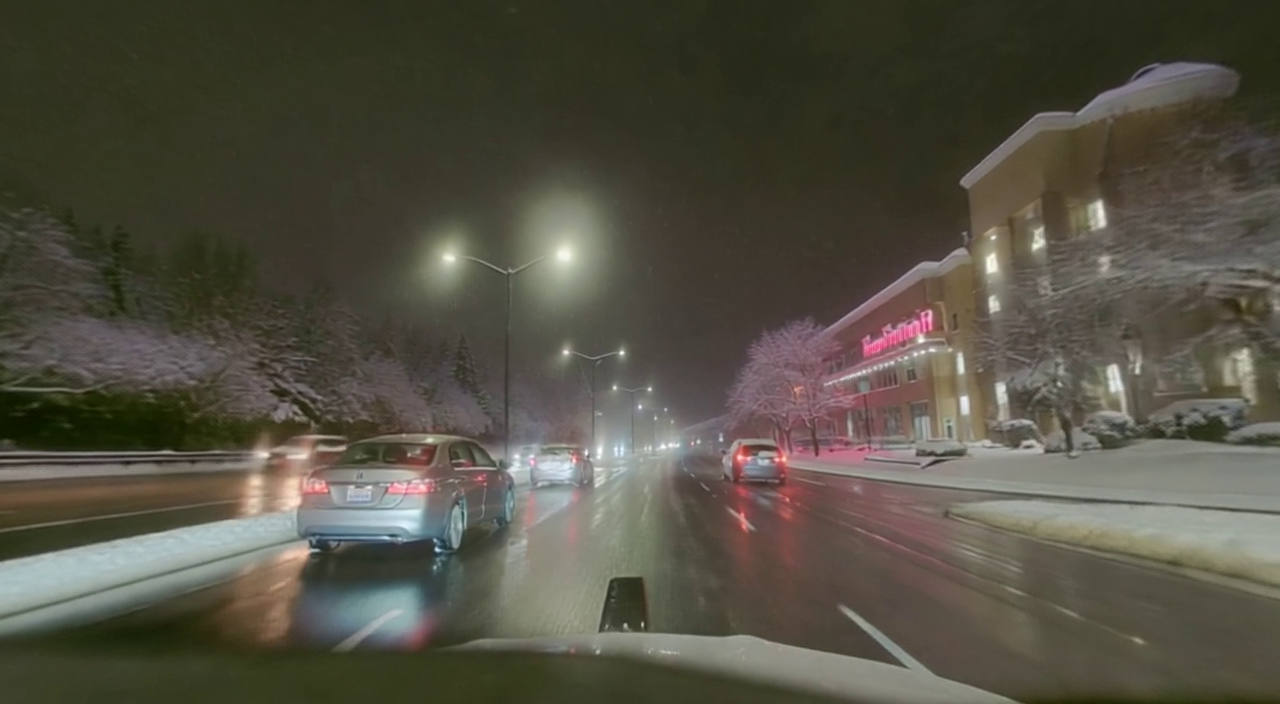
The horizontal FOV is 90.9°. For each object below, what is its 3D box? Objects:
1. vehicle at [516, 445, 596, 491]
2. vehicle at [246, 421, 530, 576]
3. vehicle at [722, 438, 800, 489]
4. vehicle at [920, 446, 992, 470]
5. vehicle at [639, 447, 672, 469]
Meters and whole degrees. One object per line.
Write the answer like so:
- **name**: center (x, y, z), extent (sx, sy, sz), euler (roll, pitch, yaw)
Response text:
- **vehicle**: center (-2.849, 4.029, 22.289), extent (1.980, 1.454, 4.226), euler (-1, -9, 4)
- **vehicle**: center (-2.972, 1.844, 8.739), extent (2.118, 1.568, 4.436), euler (0, -9, 0)
- **vehicle**: center (4.346, 4.073, 23.294), extent (2.103, 1.699, 4.171), euler (0, -9, 1)
- **vehicle**: center (18.589, 6.232, 37.121), extent (3.368, 1.389, 1.595), euler (1, -9, -9)
- **vehicle**: center (1.116, 7.285, 43.493), extent (2.164, 1.477, 3.988), euler (0, -9, 2)
